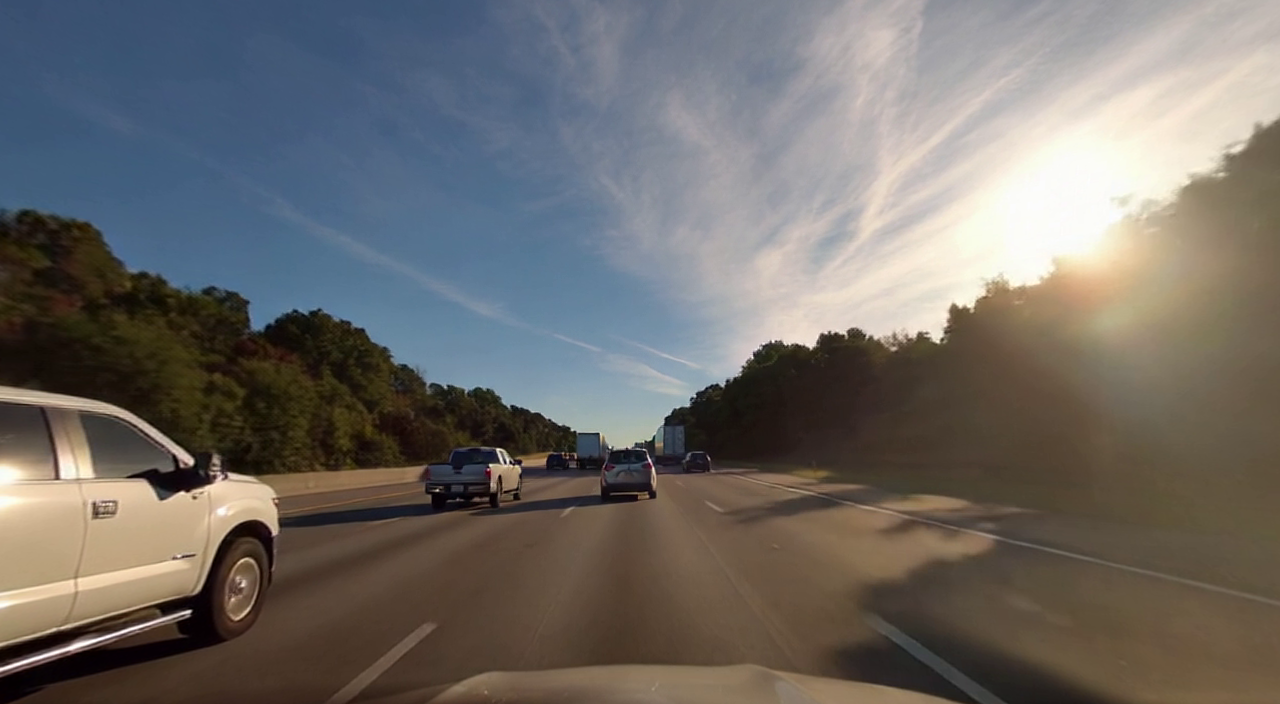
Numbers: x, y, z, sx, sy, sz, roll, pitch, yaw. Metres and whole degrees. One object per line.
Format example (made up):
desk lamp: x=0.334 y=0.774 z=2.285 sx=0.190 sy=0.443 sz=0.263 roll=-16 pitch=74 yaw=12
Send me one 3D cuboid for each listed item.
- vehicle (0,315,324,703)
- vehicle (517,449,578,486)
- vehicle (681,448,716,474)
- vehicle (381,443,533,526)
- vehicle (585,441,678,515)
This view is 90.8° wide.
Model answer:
vehicle: x=-3.921 y=0.831 z=2.981 sx=2.243 sy=1.889 sz=4.949 roll=0 pitch=-9 yaw=0
vehicle: x=-3.995 y=5.056 z=27.947 sx=1.999 sy=1.484 sz=4.269 roll=0 pitch=-9 yaw=0
vehicle: x=3.762 y=7.087 z=41.173 sx=1.858 sy=1.537 sz=3.838 roll=0 pitch=-9 yaw=-1
vehicle: x=-3.732 y=2.784 z=13.833 sx=1.988 sy=1.501 sz=4.438 roll=0 pitch=-9 yaw=0
vehicle: x=-0.198 y=2.994 z=15.406 sx=1.996 sy=1.574 sz=3.426 roll=0 pitch=-9 yaw=-1
